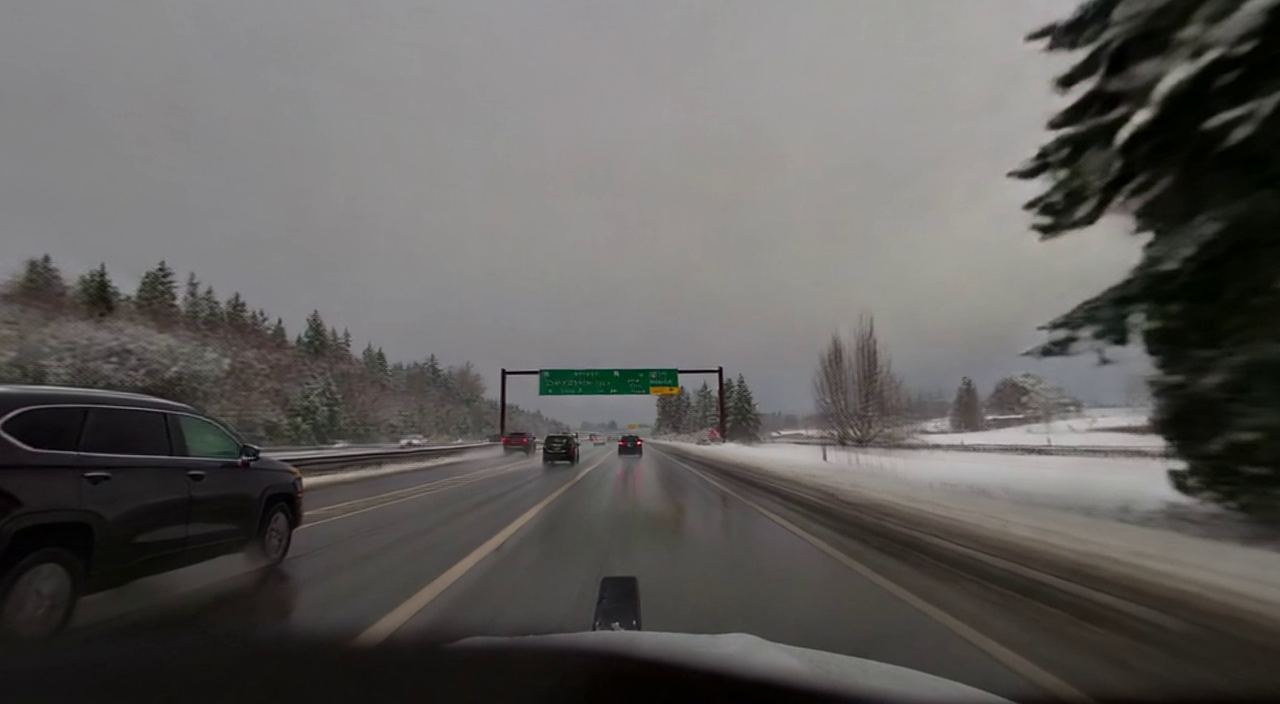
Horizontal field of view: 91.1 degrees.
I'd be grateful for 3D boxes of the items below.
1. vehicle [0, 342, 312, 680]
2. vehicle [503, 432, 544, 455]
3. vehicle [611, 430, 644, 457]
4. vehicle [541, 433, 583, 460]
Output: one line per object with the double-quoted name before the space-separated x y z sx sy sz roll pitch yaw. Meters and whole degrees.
"vehicle" -4.479 1.006 4.478 1.971 1.822 4.366 0 -8 -1
"vehicle" -8.249 6.533 44.983 1.953 1.524 4.863 0 -8 0
"vehicle" -0.743 5.753 39.573 2.002 1.611 3.778 0 -8 0
"vehicle" -4.389 5.359 35.854 1.909 1.445 4.087 0 -8 0
